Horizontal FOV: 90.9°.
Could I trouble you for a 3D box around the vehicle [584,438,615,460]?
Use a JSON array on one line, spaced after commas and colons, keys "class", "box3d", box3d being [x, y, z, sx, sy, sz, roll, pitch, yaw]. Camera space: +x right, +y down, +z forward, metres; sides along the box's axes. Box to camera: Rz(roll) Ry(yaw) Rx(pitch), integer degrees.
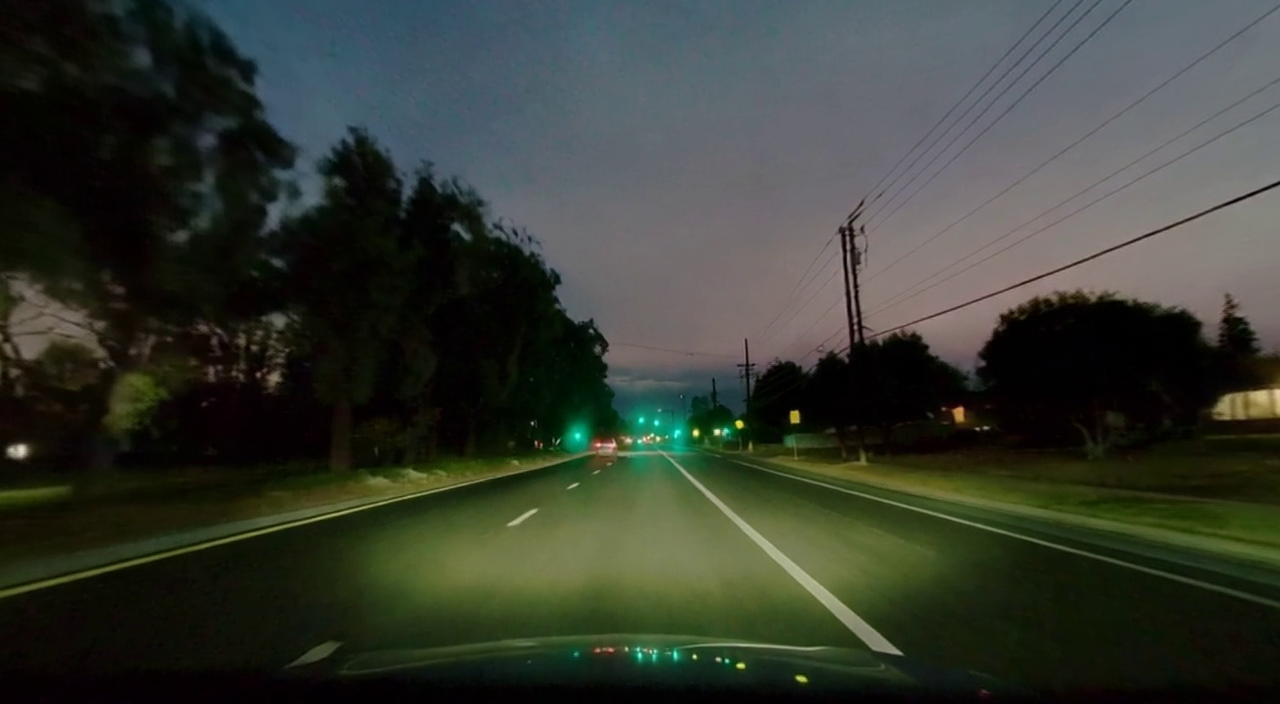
[{"class": "vehicle", "box3d": [-2.972, 7.174, 46.847, 2.007, 1.514, 4.049, 0, -8, 1]}]
